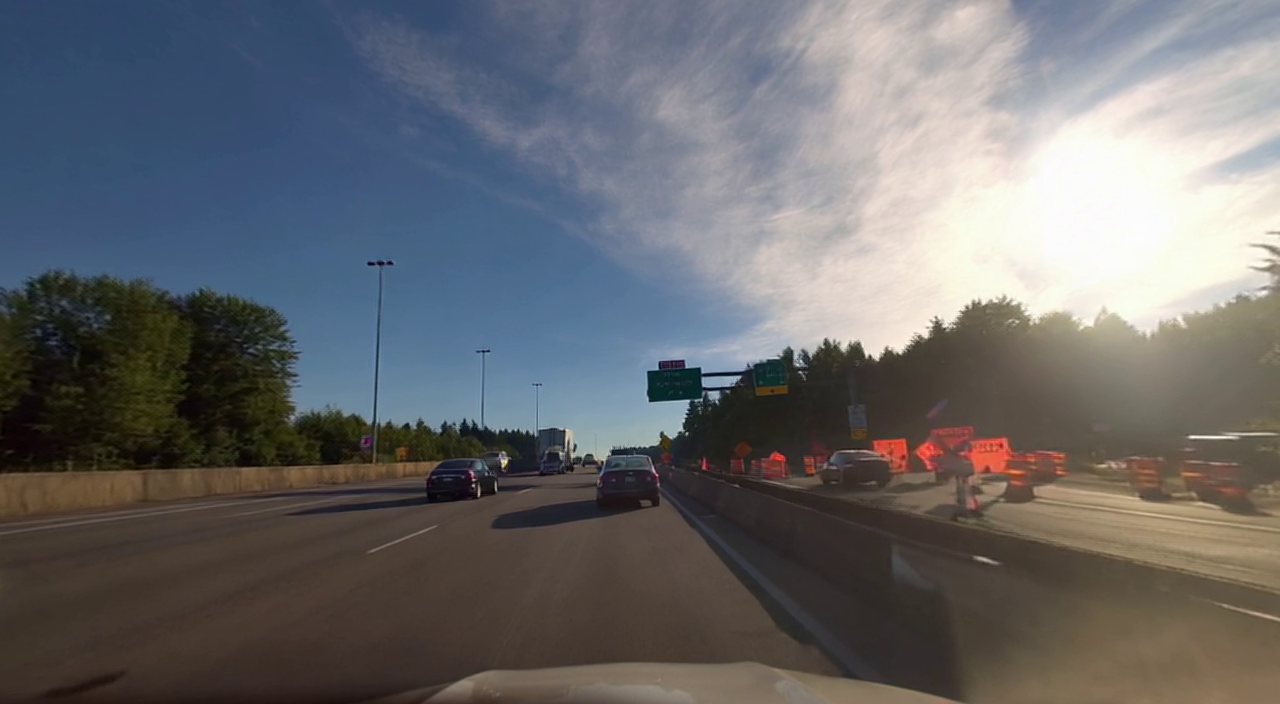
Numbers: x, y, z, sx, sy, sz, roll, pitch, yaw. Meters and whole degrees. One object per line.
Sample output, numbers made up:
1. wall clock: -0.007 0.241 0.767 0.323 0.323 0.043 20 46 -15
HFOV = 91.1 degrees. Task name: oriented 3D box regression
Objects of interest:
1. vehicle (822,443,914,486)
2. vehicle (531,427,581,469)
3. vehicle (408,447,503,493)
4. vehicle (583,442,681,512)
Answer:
1. vehicle: 8.445 4.170 23.662 1.871 1.460 3.754 0 -9 -3
2. vehicle: -5.647 6.589 43.184 2.326 2.645 6.249 -1 -9 2
3. vehicle: -6.273 4.048 21.888 2.063 1.417 4.000 0 -9 0
4. vehicle: -0.228 2.932 15.188 2.080 1.451 3.512 0 -9 -2
